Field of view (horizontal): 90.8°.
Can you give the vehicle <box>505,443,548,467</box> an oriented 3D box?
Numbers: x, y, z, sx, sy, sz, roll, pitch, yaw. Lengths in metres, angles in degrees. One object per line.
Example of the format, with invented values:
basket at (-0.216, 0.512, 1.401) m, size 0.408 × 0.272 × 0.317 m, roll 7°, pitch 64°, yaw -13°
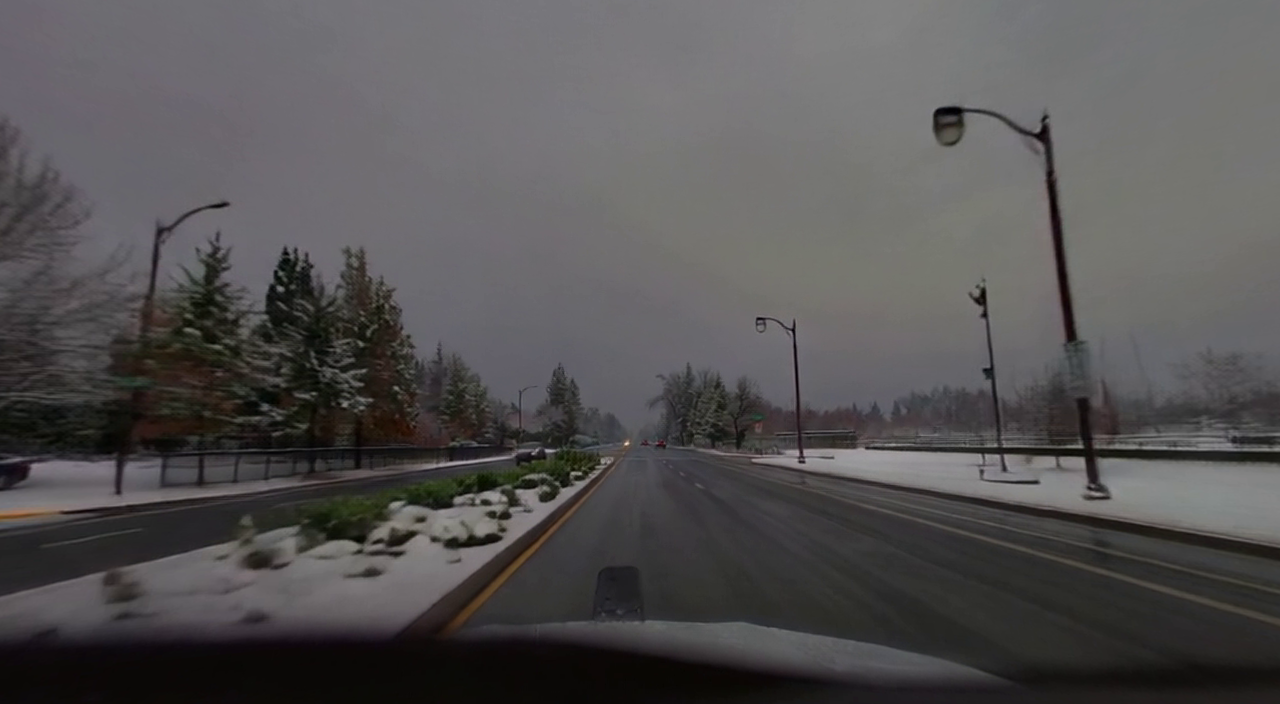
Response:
vehicle at (-7.689, 7.010, 43.248) m, size 2.055 × 1.478 × 4.843 m, roll 0°, pitch -8°, yaw 0°
